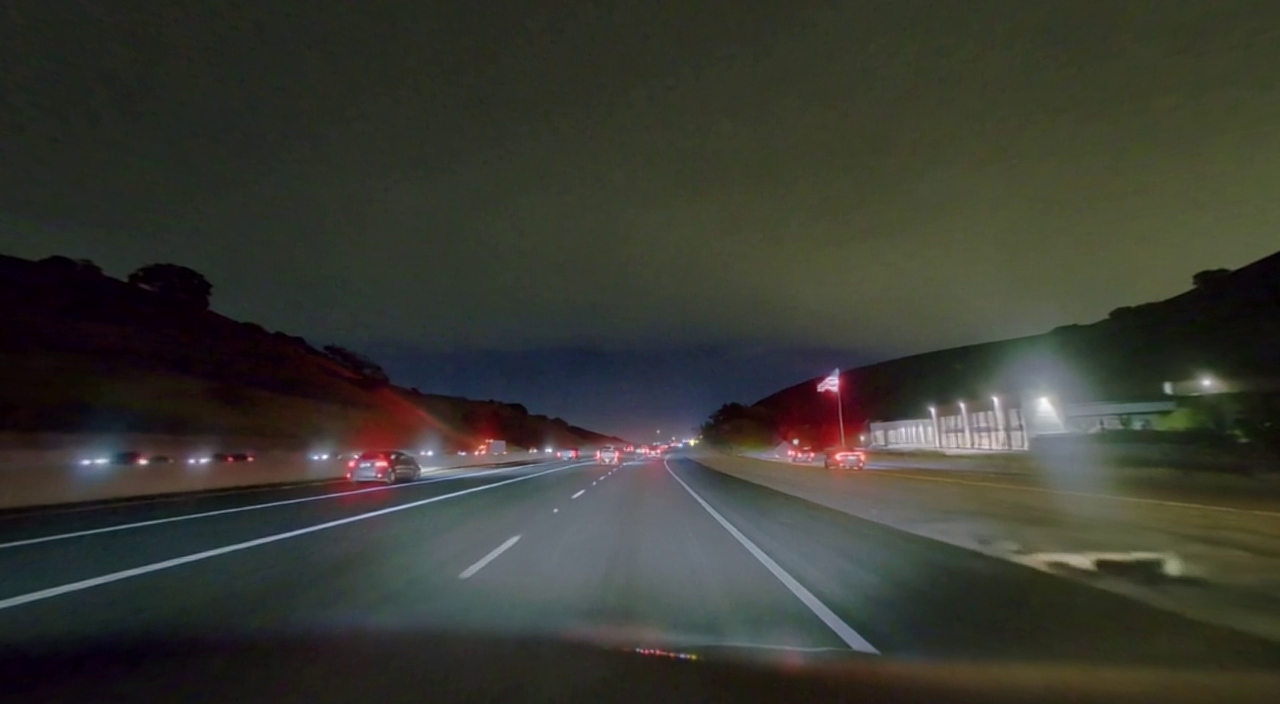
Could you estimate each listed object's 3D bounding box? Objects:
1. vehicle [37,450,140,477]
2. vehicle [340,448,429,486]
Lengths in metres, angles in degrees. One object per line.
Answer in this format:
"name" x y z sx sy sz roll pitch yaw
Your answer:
"vehicle" -38.014 7.676 43.736 2.070 1.639 5.593 0 -8 1
"vehicle" -10.871 4.888 27.259 1.927 1.454 4.395 0 -8 1
